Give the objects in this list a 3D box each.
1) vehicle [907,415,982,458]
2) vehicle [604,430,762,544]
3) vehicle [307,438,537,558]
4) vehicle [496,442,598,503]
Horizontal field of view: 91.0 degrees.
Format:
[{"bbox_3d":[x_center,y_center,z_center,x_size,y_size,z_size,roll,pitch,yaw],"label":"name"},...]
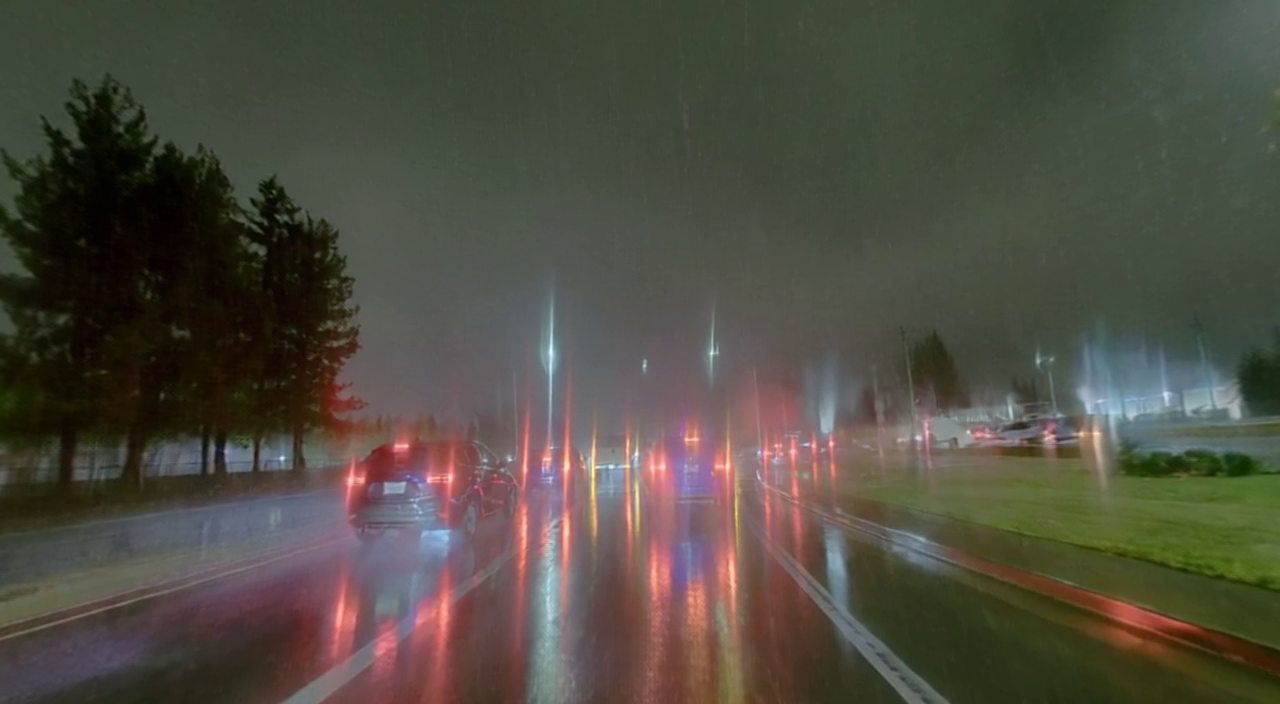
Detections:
[{"bbox_3d":[14.992,4.241,31.317,2.288,1.933,4.612,-2,-9,13],"label":"vehicle"},{"bbox_3d":[0.632,2.156,10.691,2.142,1.528,4.133,0,-9,2],"label":"vehicle"},{"bbox_3d":[-3.129,2.178,10.168,1.940,1.502,4.241,-1,-9,4],"label":"vehicle"},{"bbox_3d":[-2.490,3.340,17.915,1.870,1.490,4.187,-1,-9,6],"label":"vehicle"}]
